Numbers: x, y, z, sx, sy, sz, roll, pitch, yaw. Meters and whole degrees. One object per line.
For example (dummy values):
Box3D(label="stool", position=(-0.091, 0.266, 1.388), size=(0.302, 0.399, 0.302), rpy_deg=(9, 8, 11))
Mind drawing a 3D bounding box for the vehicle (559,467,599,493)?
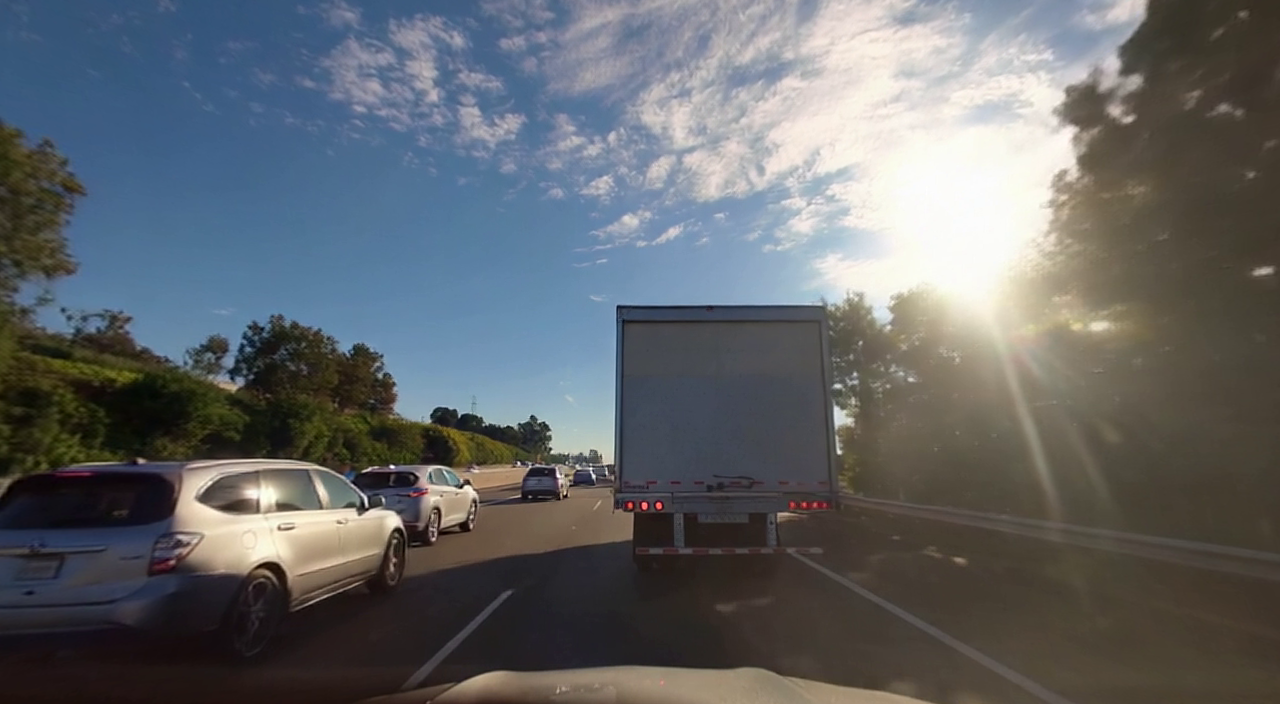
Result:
Box3D(label="vehicle", position=(-3.524, 7.466, 36.849), size=(1.867, 1.418, 3.670), rpy_deg=(0, -11, 1))

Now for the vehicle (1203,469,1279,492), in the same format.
Box3D(label="vehicle", position=(41.179, 8.764, 42.904), size=(3.974, 1.485, 1.709), rpy_deg=(1, -11, -2))

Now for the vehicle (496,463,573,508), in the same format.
Box3D(label="vehicle", position=(-3.768, 4.885, 23.314), size=(1.964, 1.482, 4.371), rpy_deg=(0, -11, 1))

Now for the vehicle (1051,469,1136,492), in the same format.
Box3D(label="vehicle", position=(31.372, 8.883, 43.702), size=(4.299, 1.465, 1.807), rpy_deg=(-2, -11, 13))

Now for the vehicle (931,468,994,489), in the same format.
Box3D(label="vehicle", position=(24.418, 9.556, 47.814), size=(4.107, 1.485, 1.796), rpy_deg=(-5, -12, 27))

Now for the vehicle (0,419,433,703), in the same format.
Box3D(label="vehicle", position=(-3.511, 1.485, 5.137), size=(1.983, 1.509, 4.679), rpy_deg=(1, -11, 1))

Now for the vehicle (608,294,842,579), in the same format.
Box3D(label="vehicle", position=(0.950, 1.797, 12.196), size=(2.831, 3.529, 8.689), rpy_deg=(1, -11, -1))
